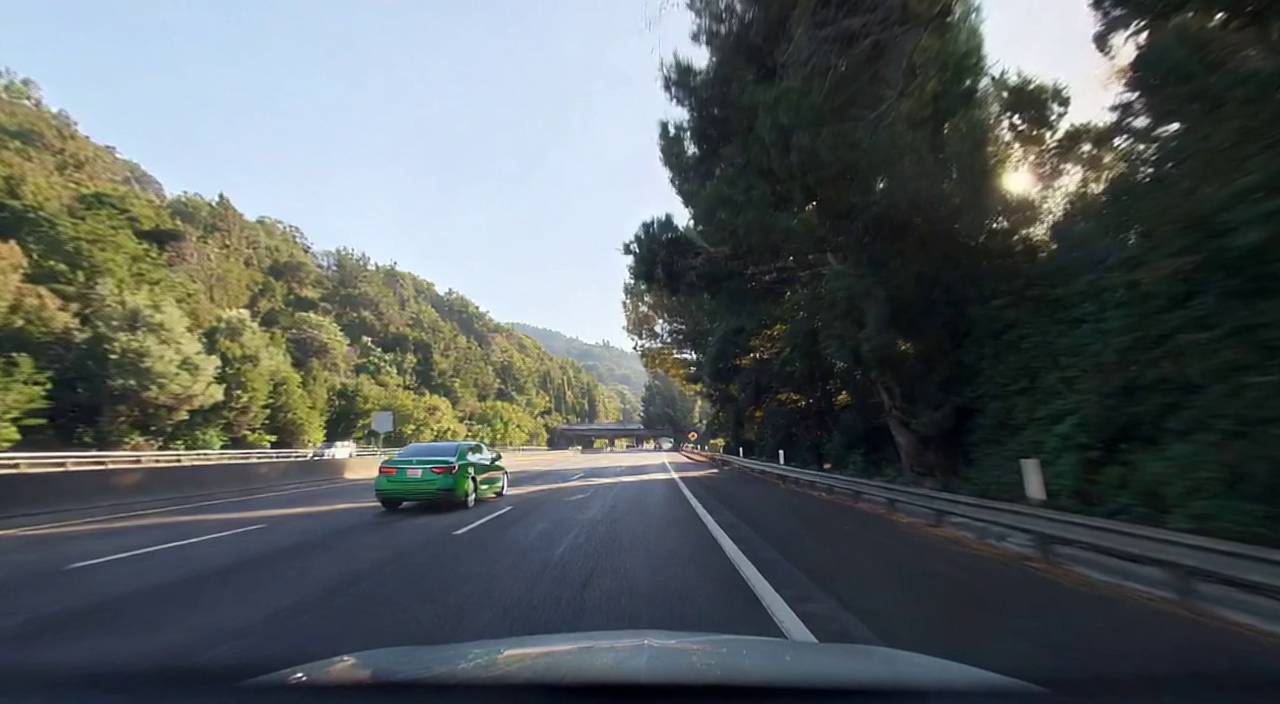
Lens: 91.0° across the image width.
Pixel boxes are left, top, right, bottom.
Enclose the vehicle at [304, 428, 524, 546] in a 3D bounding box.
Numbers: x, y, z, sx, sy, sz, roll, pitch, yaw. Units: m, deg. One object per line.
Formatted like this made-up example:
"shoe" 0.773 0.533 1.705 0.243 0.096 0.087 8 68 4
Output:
"vehicle" -3.438 2.125 10.682 2.015 1.561 4.469 0 -8 1
